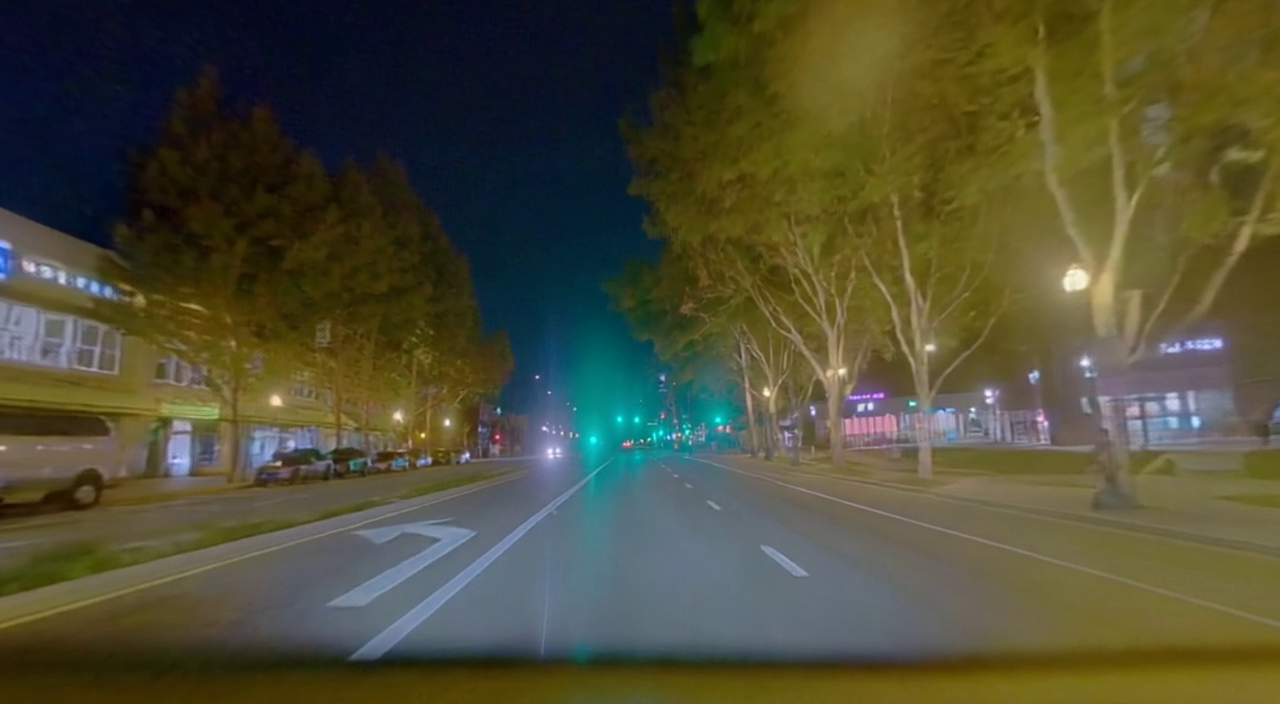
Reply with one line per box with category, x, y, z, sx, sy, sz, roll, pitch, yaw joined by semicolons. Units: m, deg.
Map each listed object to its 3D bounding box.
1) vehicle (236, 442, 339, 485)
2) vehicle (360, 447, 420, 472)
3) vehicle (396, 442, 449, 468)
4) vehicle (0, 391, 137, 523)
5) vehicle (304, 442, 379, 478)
vehicle;-15.569;4.920;28.266;1.950;1.749;5.006;1;-8;-4
vehicle;-15.497;6.661;39.405;1.776;1.468;5.089;0;-8;-1
vehicle;-15.684;7.423;45.817;1.978;1.760;5.097;0;-8;0
vehicle;-15.384;2.396;14.348;2.335;2.896;6.785;-1;-9;-1
vehicle;-15.918;5.736;33.990;1.880;1.791;4.666;0;-8;-2
